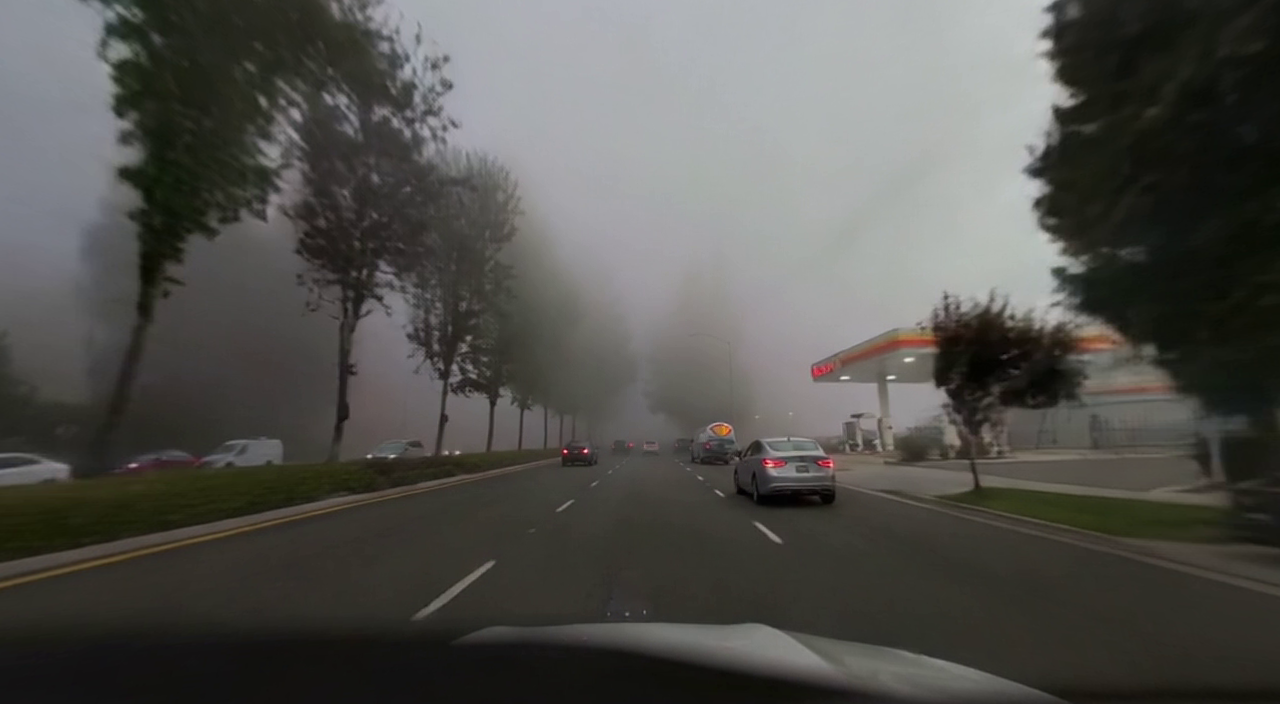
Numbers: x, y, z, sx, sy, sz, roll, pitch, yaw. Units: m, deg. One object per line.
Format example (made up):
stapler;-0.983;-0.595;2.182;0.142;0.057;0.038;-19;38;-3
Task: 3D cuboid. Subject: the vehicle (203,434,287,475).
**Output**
vehicle;-24.340;6.322;39.075;2.254;2.335;4.297;-1;-8;2

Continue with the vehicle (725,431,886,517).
vehicle;3.216;2.486;13.411;2.095;1.475;4.686;0;-8;-1

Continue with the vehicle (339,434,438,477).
vehicle;-11.225;4.663;28.638;2.141;1.751;5.451;-1;-8;2

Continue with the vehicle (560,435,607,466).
vehicle;-3.267;5.796;37.229;2.250;1.713;4.422;-1;-8;2

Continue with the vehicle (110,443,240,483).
vehicle;-24.380;5.818;33.440;2.341;1.896;5.876;-1;-8;1

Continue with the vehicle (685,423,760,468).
vehicle;4.275;5.067;34.161;3.245;2.199;6.295;0;-8;1
